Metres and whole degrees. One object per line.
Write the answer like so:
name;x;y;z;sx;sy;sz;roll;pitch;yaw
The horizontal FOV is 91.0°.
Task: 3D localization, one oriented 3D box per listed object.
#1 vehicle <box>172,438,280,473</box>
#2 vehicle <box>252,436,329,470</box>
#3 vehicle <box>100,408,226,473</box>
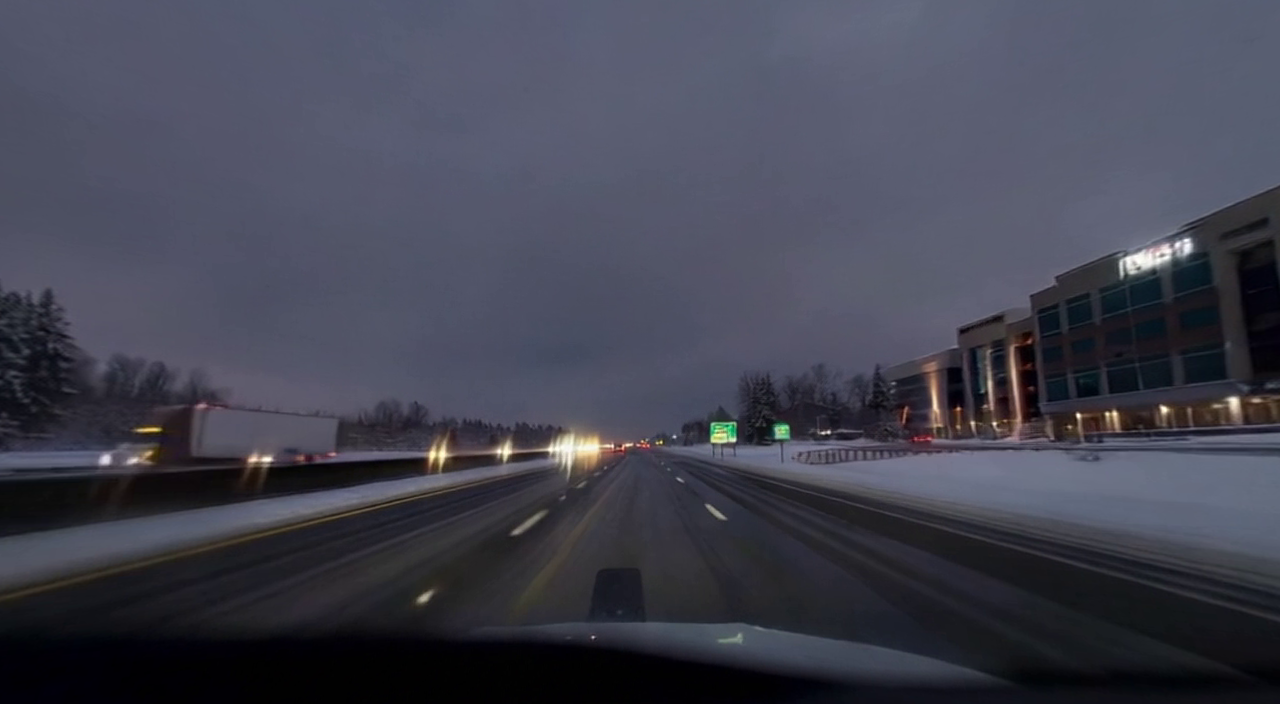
vehicle;-24.722;6.212;37.962;2.324;1.919;5.995;0;-9;1
vehicle;-24.725;7.153;44.804;2.424;2.250;5.146;0;-9;1
vehicle;-31.901;6.001;42.580;2.962;3.983;6.703;0;-9;1
